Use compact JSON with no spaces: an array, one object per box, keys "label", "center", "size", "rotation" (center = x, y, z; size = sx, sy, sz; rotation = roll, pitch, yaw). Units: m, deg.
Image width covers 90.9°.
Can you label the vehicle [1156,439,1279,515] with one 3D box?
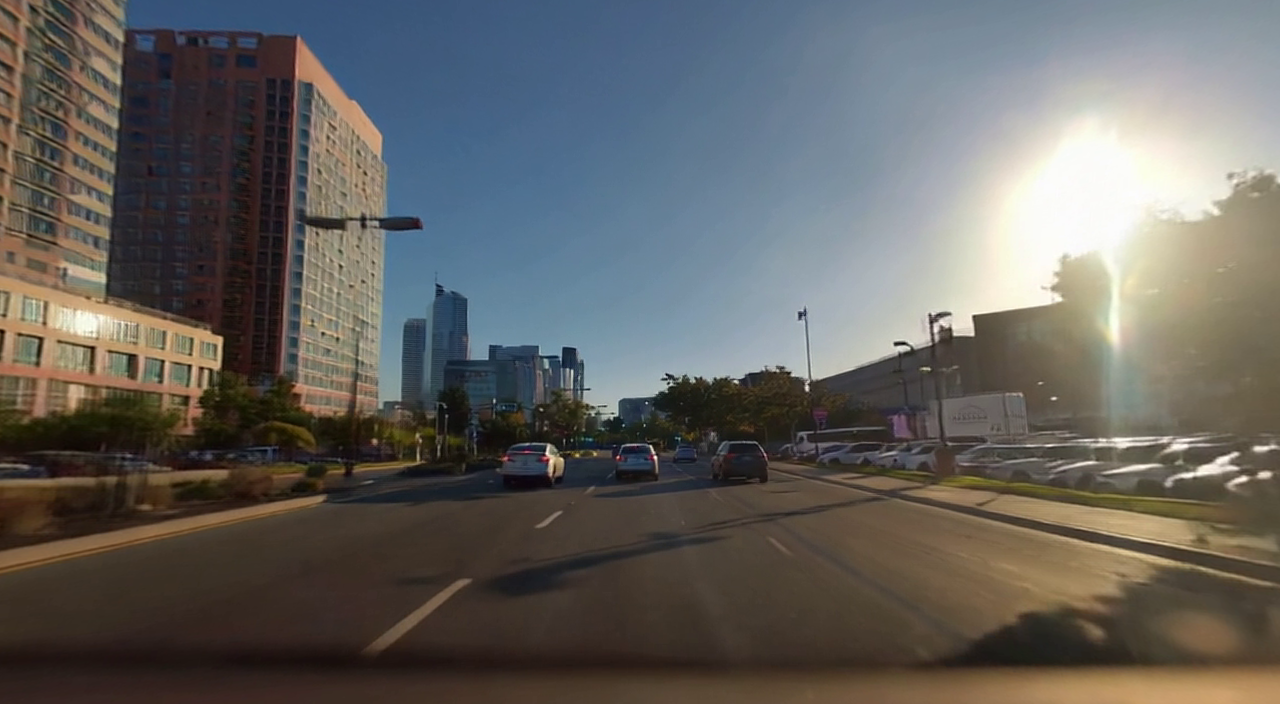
[{"label":"vehicle","center":[13.701,2.653,13.851],"size":[4.103,1.434,2.024],"rotation":[4,-9,-27]}]

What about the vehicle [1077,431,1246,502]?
[{"label":"vehicle","center":[13.941,2.983,16.823],"size":[4.230,1.645,1.998],"rotation":[5,-10,-30]}]

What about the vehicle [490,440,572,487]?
[{"label":"vehicle","center":[-3.755,3.947,22.657],"size":[2.029,1.482,4.591],"rotation":[0,-8,1]}]

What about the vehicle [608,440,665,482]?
[{"label":"vehicle","center":[-0.120,4.206,24.619],"size":[2.059,1.477,3.988],"rotation":[0,-8,0]}]

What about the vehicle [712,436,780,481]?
[{"label":"vehicle","center":[4.212,4.291,25.705],"size":[2.007,1.683,4.171],"rotation":[0,-8,0]}]
